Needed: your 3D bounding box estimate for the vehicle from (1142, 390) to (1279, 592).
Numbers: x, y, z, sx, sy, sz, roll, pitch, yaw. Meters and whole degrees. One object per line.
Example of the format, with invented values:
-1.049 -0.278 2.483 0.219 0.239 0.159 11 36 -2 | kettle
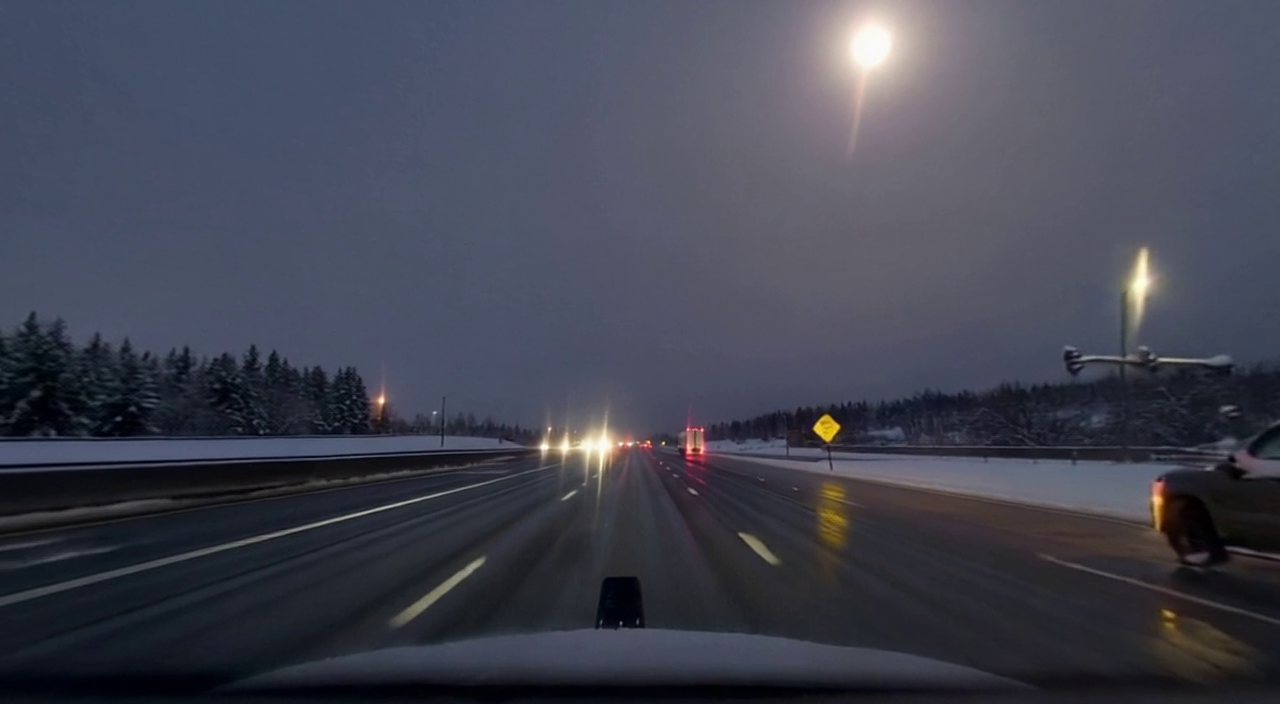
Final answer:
6.677 1.087 4.659 2.096 1.767 4.601 0 -9 0 | vehicle
